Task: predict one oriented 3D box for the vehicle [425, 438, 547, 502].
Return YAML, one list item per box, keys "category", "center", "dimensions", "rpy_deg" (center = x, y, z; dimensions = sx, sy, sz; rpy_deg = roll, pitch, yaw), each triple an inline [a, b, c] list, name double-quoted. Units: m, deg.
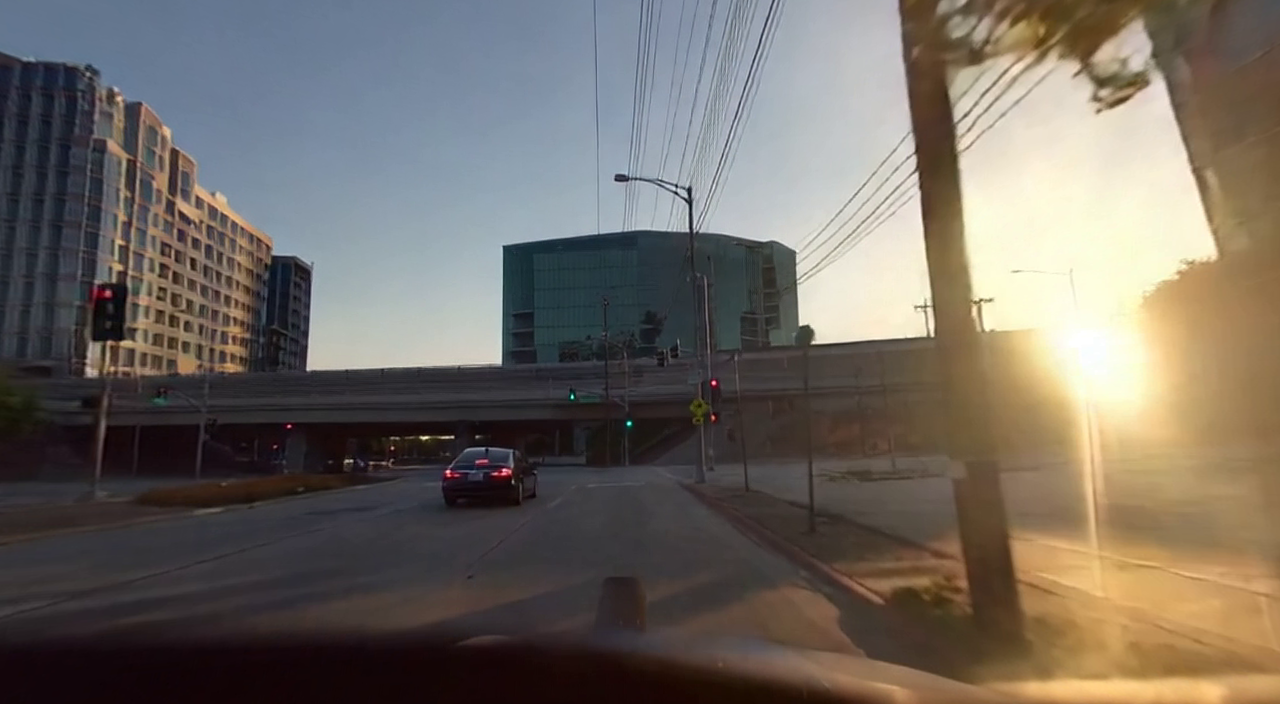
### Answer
- category: "vehicle"
  center: [-3.920, 3.104, 17.001]
  dimensions: [2.154, 1.465, 4.532]
  rpy_deg: [0, -9, 0]
